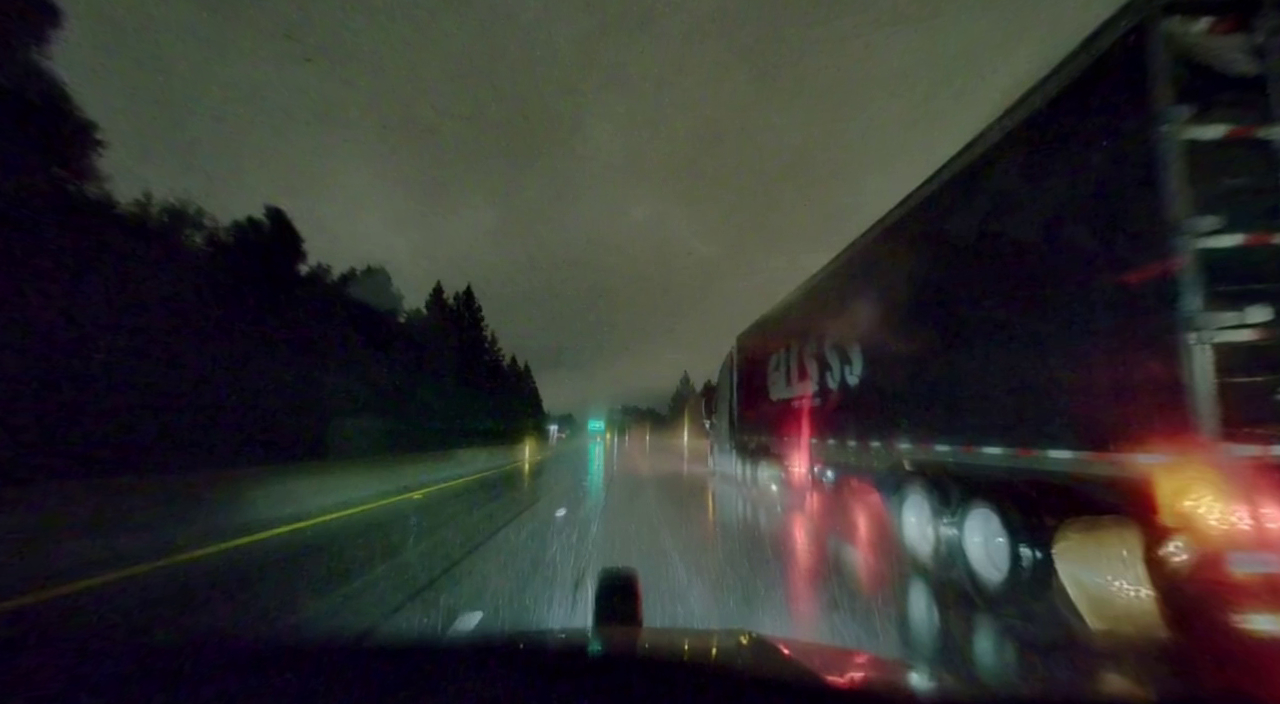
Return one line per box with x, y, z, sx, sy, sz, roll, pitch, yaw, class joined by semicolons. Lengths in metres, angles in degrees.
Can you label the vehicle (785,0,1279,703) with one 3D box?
4.438;0.335;7.731;2.932;4.022;8.803;0;-8;-2;vehicle
